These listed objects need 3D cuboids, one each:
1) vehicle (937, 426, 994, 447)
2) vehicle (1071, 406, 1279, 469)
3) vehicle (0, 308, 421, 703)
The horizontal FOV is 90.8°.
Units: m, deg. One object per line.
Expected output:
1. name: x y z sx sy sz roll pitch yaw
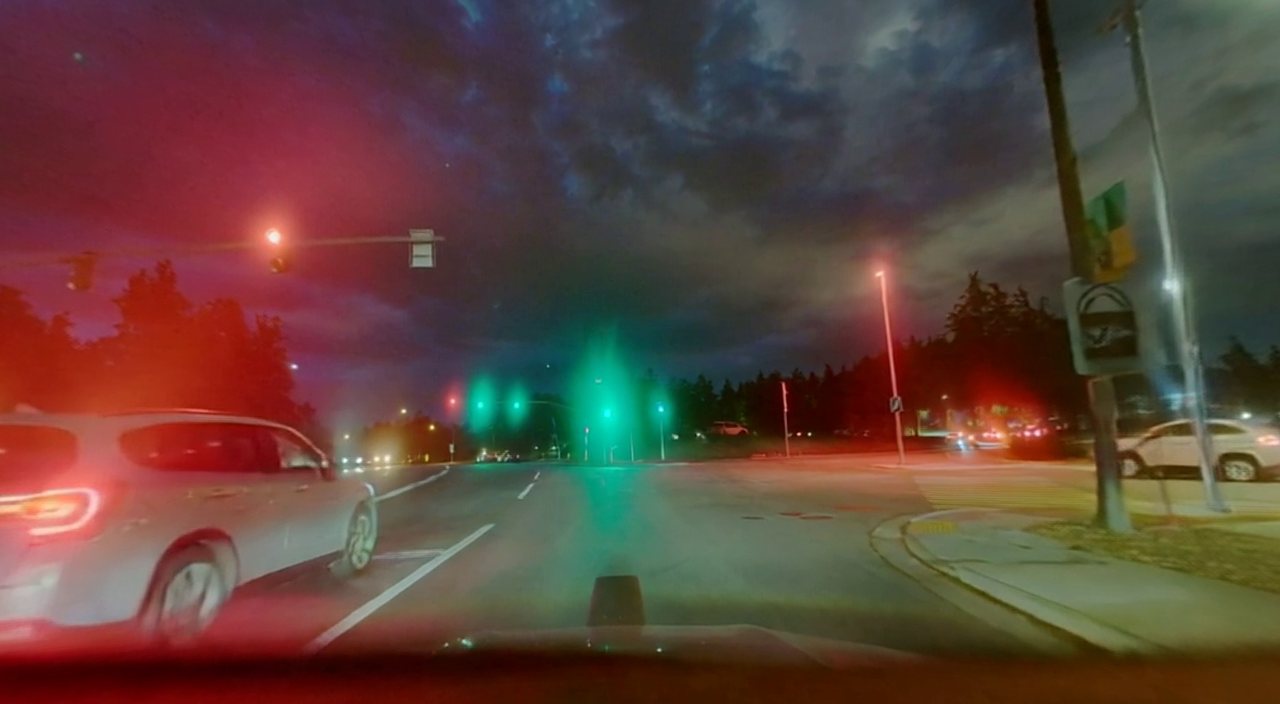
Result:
1. vehicle: 25.376 6.626 49.224 3.966 1.585 1.921 4 -10 -27
2. vehicle: 16.937 2.754 20.091 4.857 1.803 2.147 -4 -9 23
3. vehicle: -3.629 1.081 4.797 2.134 1.799 5.082 0 -9 0
